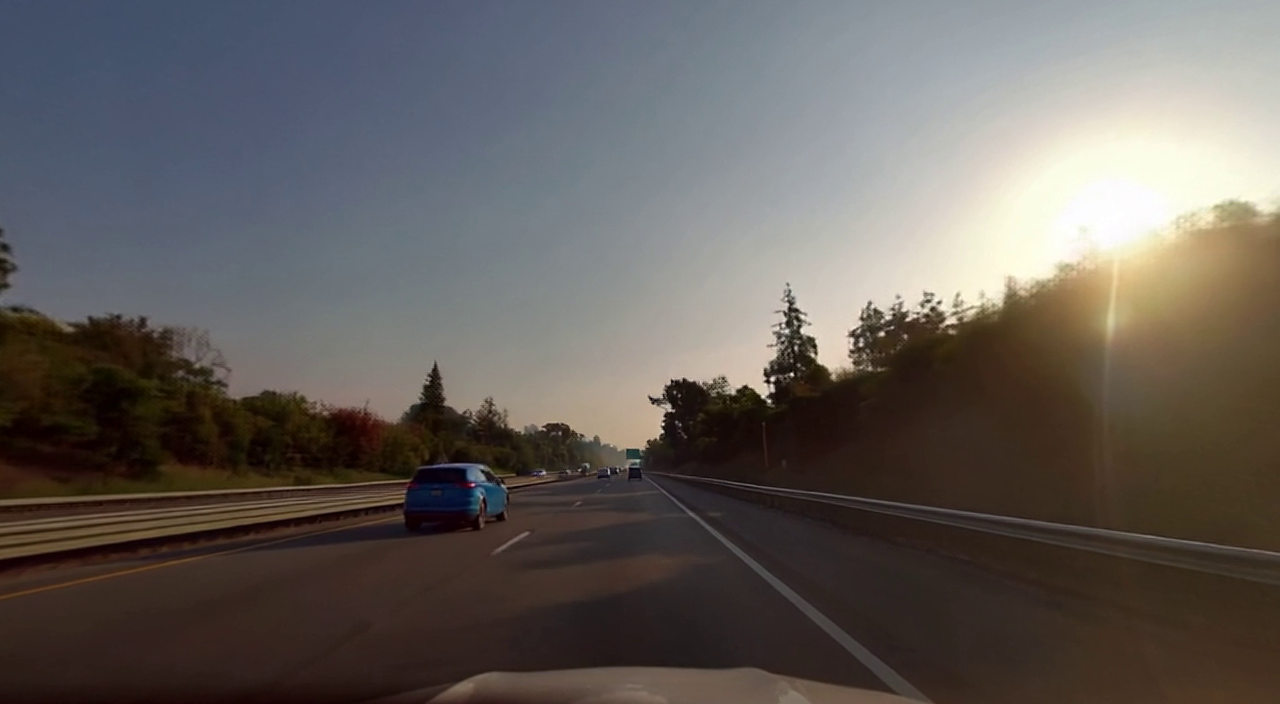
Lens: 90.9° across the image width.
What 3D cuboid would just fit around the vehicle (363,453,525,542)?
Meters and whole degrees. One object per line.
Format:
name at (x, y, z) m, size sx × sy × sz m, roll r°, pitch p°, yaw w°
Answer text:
vehicle at (-3.836, 2.953, 13.216) m, size 2.017 × 1.516 × 4.041 m, roll 1°, pitch -11°, yaw 1°
